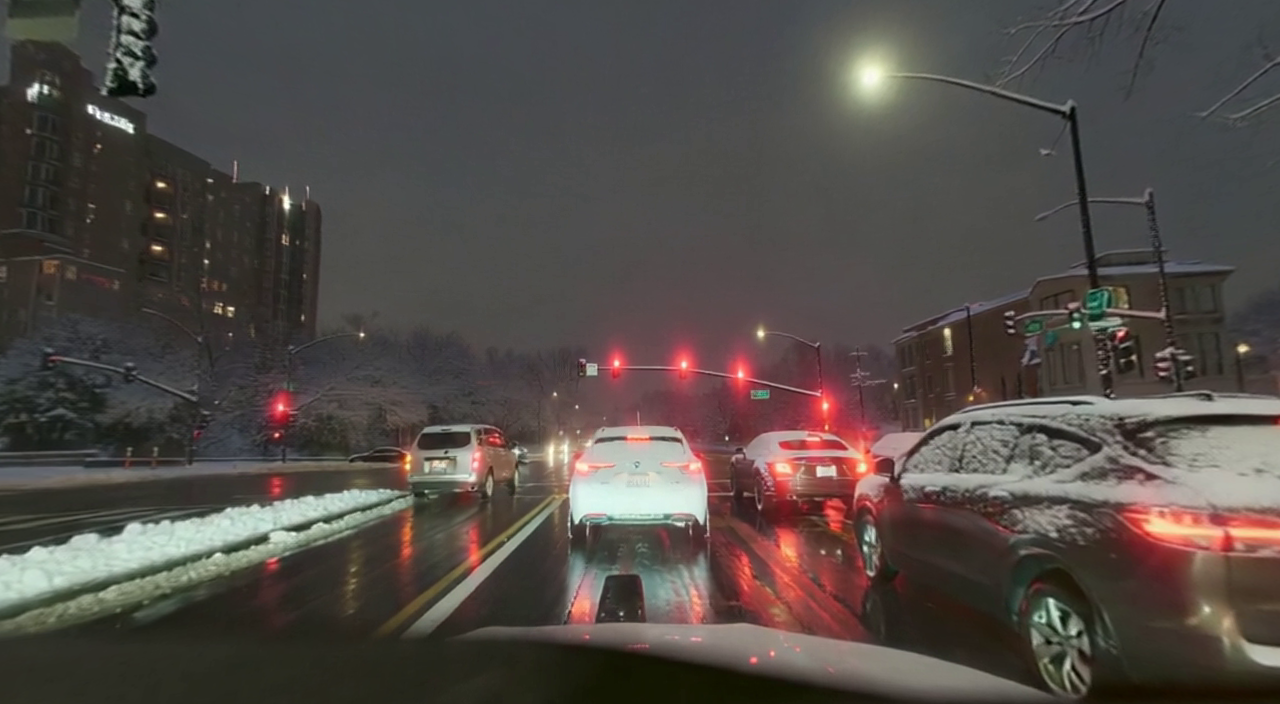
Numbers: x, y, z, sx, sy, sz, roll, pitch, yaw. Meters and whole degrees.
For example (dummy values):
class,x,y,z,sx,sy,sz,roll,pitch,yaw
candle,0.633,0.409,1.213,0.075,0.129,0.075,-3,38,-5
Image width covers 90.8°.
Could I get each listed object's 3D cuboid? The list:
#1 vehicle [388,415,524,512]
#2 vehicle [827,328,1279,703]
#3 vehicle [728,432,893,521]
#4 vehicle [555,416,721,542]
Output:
class,x,y,z,sx,sy,sz,roll,pitch,yaw
vehicle,-3.957,2.475,14.459,2.021,1.837,4.448,1,-8,-4
vehicle,3.021,1.073,4.287,2.103,1.701,4.294,0,-8,-1
vehicle,3.157,2.411,12.804,2.001,1.463,4.398,0,-8,-2
vehicle,-0.074,1.981,10.433,2.188,1.637,4.027,0,-8,-1
